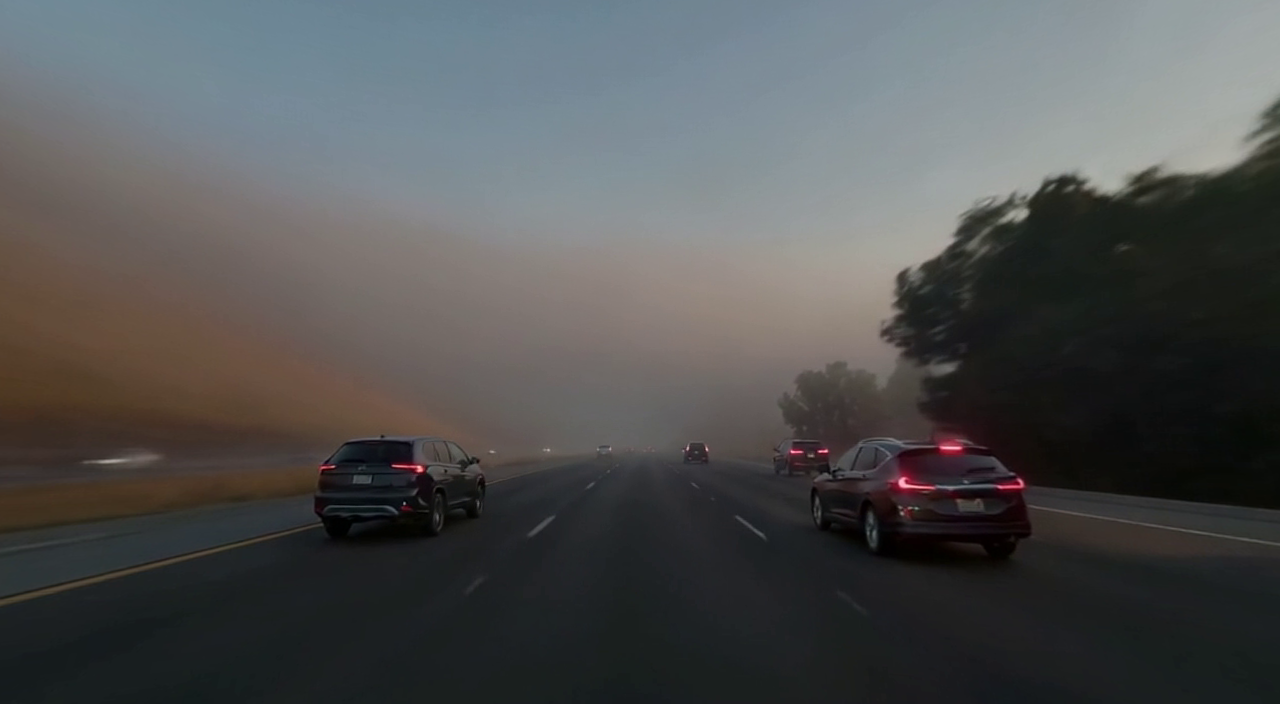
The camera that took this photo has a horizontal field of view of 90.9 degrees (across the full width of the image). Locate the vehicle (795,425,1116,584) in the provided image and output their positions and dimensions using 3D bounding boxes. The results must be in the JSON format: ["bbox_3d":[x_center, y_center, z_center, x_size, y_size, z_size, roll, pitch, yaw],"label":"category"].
[{"bbox_3d":[3.524,1.765,8.172,1.941,1.481,4.300,0,-8,0],"label":"vehicle"}]

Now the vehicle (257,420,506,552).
[{"bbox_3d":[-3.801,2.046,10.360,2.166,1.672,4.388,0,-8,1],"label":"vehicle"}]

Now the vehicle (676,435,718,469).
[{"bbox_3d":[3.472,6.233,39.498,2.121,1.925,5.056,0,-8,0],"label":"vehicle"}]
